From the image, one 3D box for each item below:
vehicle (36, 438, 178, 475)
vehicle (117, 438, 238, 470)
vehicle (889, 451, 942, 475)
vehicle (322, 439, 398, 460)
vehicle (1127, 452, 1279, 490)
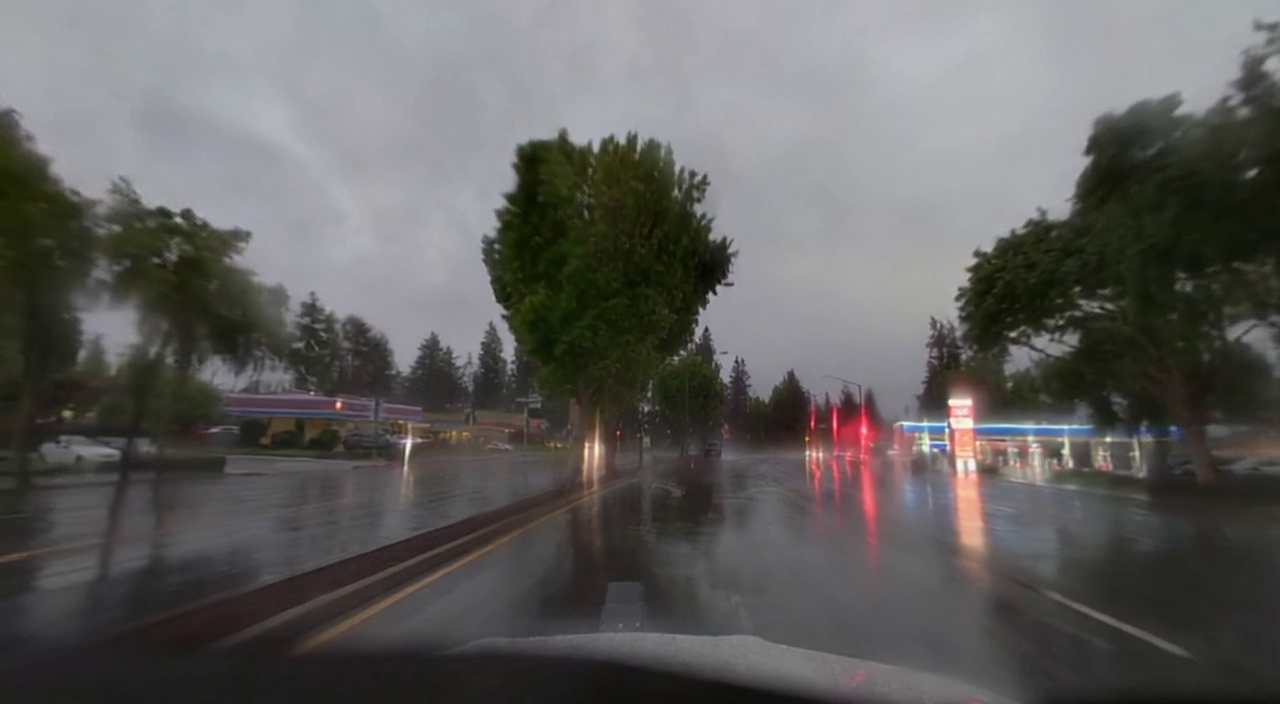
[{"bbox_3d":[-21.866,4.267,25.980,4.520,1.439,1.919,-1,-9,11],"label":"vehicle"},{"bbox_3d":[-21.531,4.749,29.506,4.425,1.438,1.879,-1,-9,9],"label":"vehicle"},{"bbox_3d":[18.149,7.312,41.807,2.099,1.464,4.615,-1,-9,9],"label":"vehicle"},{"bbox_3d":[-19.188,6.704,43.356,4.343,1.379,1.851,-1,-9,8],"label":"vehicle"},{"bbox_3d":[24.300,5.099,27.530,1.843,1.455,4.558,2,-9,-14],"label":"vehicle"}]
